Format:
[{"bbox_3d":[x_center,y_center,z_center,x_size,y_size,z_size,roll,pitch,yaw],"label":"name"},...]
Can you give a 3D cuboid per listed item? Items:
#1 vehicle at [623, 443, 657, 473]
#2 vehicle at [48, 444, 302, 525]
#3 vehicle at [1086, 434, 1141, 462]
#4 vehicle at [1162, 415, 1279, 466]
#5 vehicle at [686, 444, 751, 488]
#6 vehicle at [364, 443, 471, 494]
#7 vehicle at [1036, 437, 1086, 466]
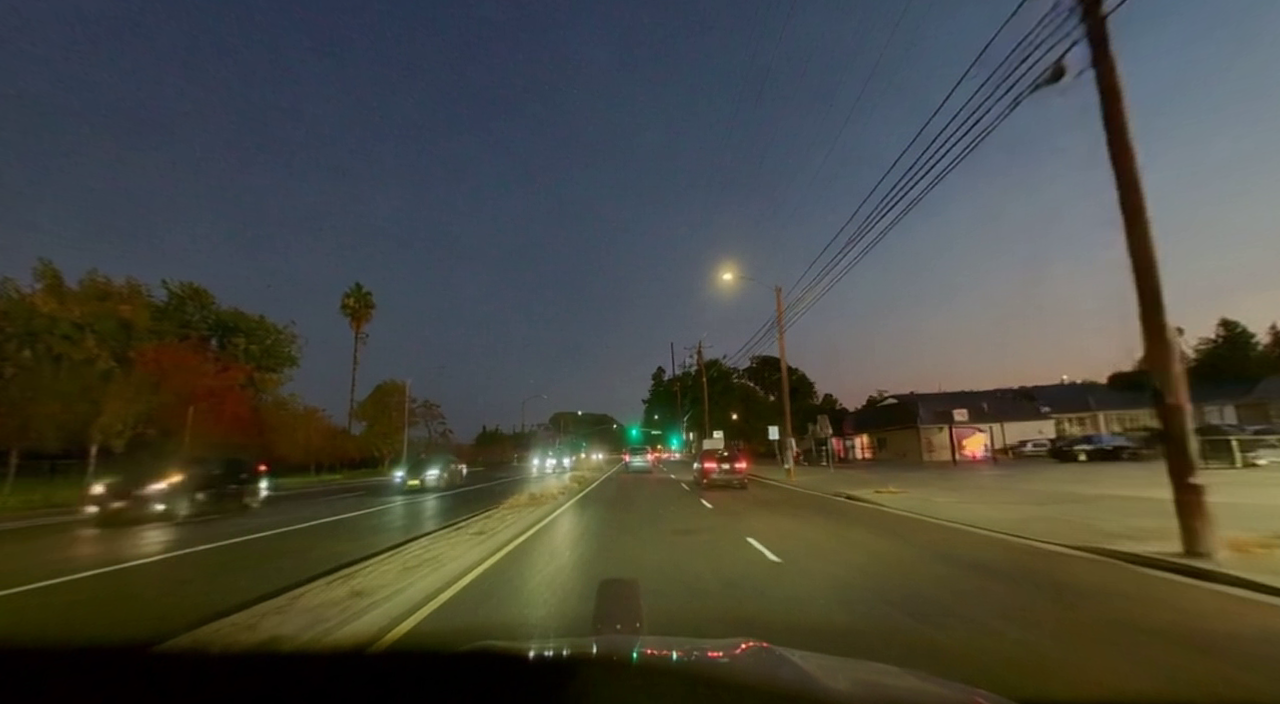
[{"bbox_3d":[-0.024,6.977,41.770,2.163,1.825,4.073,-1,-8,0],"label":"vehicle"},{"bbox_3d":[-11.857,3.364,16.903,2.383,1.725,5.760,-1,-8,1],"label":"vehicle"},{"bbox_3d":[27.442,5.578,36.716,1.825,1.476,3.833,-5,-9,27],"label":"vehicle"},{"bbox_3d":[23.056,3.333,23.713,2.187,1.757,4.663,3,-9,-22],"label":"vehicle"},{"bbox_3d":[3.057,4.537,25.532,1.990,1.592,4.294,0,-8,-1],"label":"vehicle"},{"bbox_3d":[-8.381,4.412,24.336,2.518,1.719,4.314,-1,-8,0],"label":"vehicle"},{"bbox_3d":[24.408,5.744,36.546,2.071,1.528,4.644,-7,-10,36],"label":"vehicle"}]
